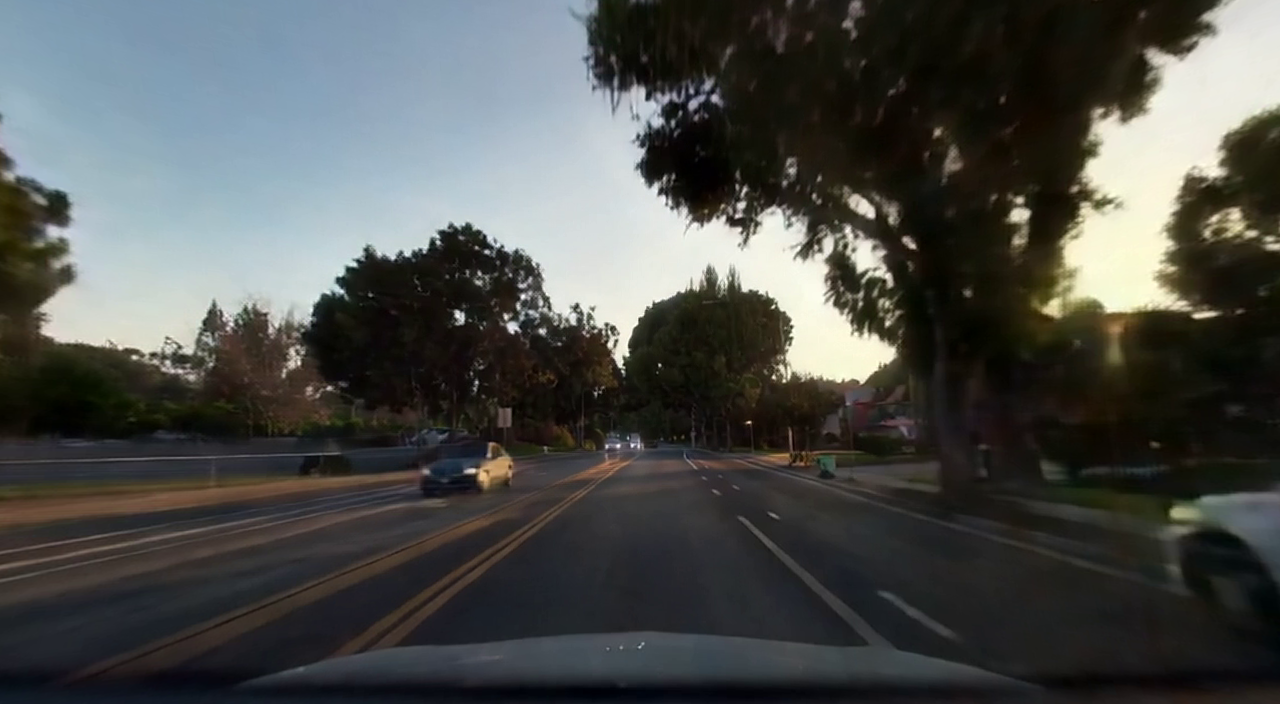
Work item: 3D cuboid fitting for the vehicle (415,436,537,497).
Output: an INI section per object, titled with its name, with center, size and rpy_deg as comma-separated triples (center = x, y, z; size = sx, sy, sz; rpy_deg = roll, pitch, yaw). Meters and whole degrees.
[vehicle]
center = -4.565, 3.265, 18.361
size = 2.192, 1.533, 4.341
rpy_deg = 0, -8, 3
